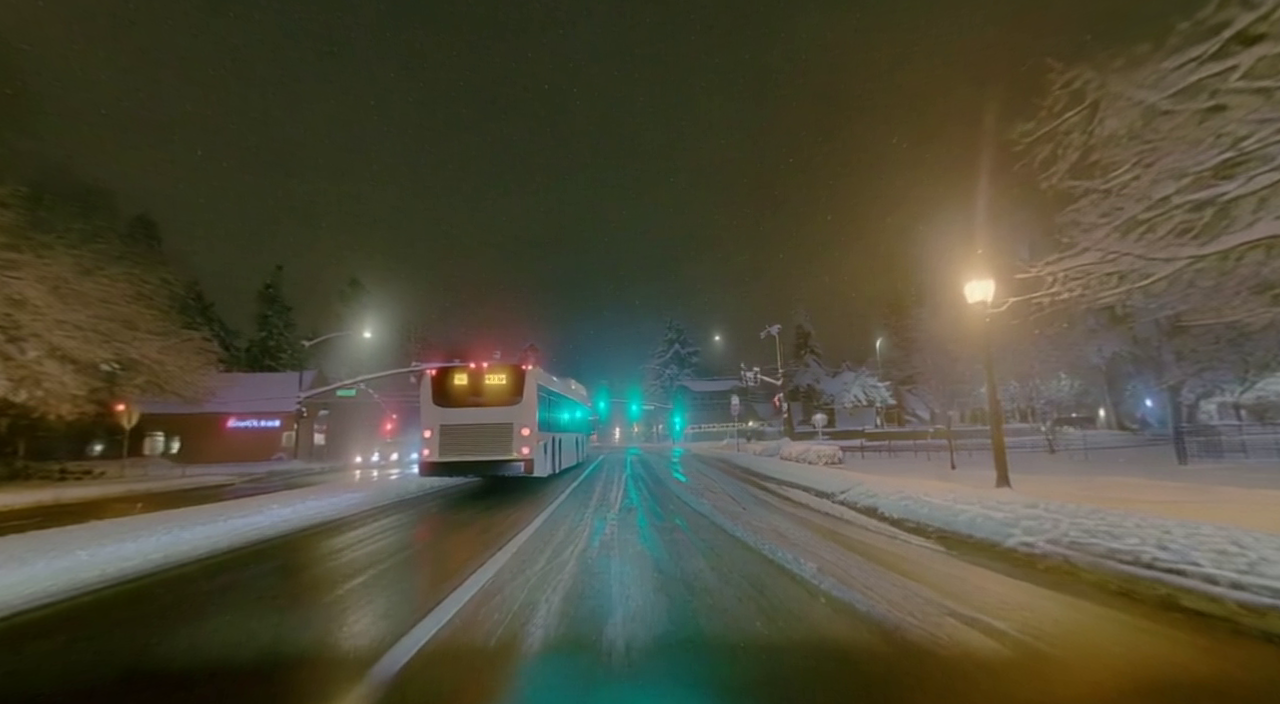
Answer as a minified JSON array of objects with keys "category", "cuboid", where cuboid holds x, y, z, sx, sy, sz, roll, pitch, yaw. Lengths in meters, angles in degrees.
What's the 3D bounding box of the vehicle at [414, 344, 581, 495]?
[{"category":"vehicle","cuboid":[-3.724,2.342,19.818,3.031,3.429,11.005,0,-9,-2]}]
